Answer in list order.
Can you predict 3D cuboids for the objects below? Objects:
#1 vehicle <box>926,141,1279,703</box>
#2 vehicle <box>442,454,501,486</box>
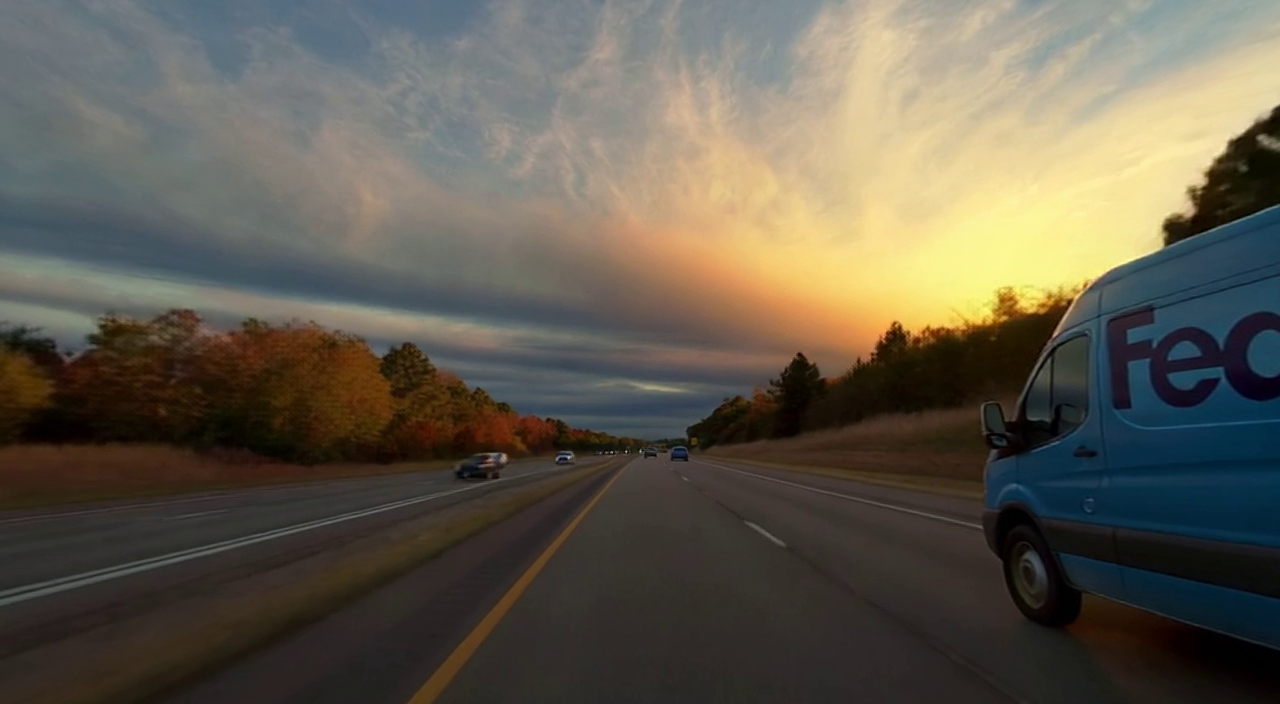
[{"bbox_3d":[3.905,0.411,2.562,2.522,2.556,6.180,0,-9,0],"label":"vehicle"},{"bbox_3d":[-8.535,5.999,32.305,1.874,1.459,4.047,0,-9,1],"label":"vehicle"}]
